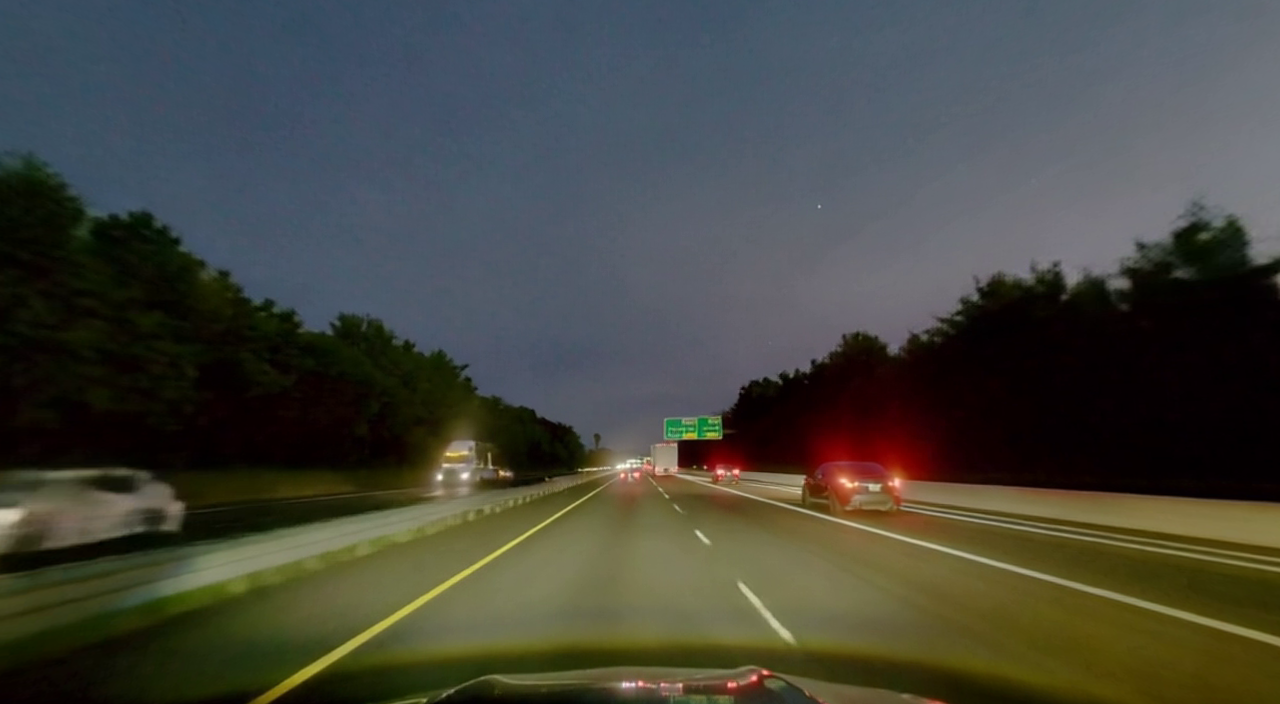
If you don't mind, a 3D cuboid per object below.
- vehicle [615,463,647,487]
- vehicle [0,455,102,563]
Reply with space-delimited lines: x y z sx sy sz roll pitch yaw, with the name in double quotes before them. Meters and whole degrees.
"vehicle" -0.611 8.079 41.490 2.025 1.452 3.927 1 -10 -1
"vehicle" -9.976 2.146 8.516 1.892 1.497 3.878 1 -10 0
